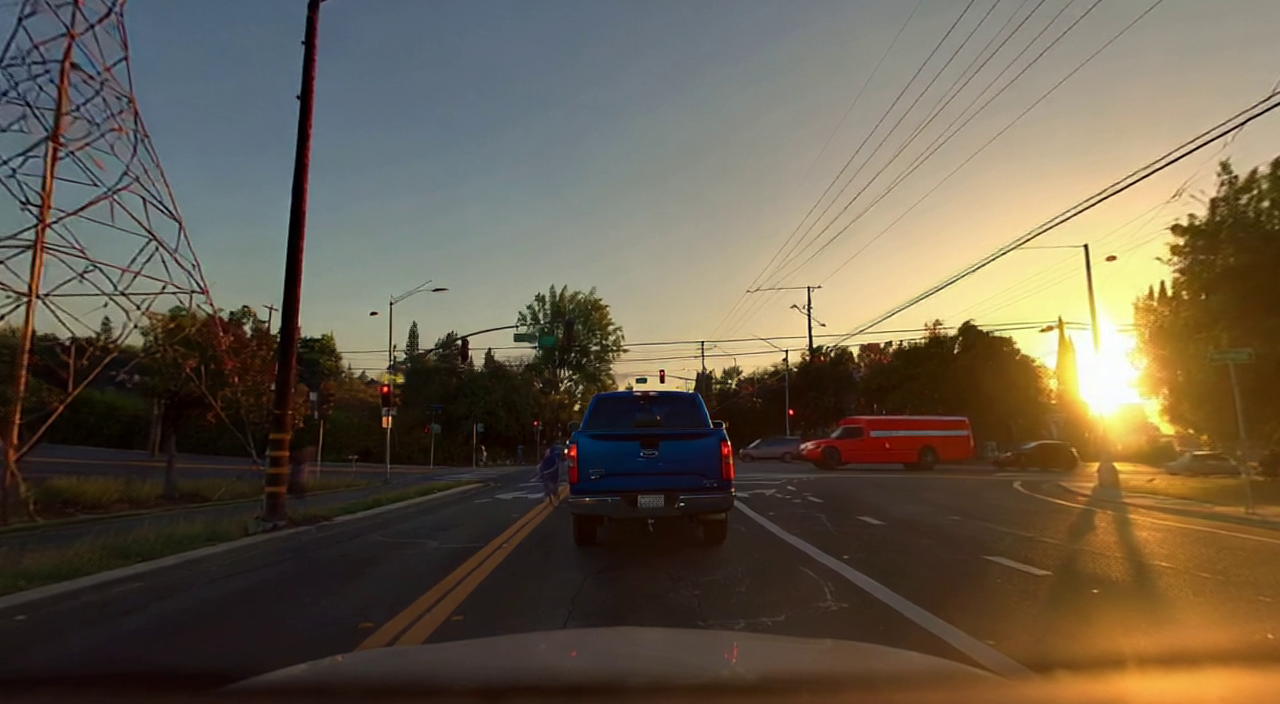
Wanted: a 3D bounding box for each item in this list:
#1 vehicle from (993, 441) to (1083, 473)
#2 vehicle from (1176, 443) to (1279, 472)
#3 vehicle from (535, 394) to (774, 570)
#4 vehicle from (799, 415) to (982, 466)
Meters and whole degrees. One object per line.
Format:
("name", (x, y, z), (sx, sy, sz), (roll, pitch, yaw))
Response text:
("vehicle", (28.069, 7.440, 44.689), (5.077, 2.008, 1.991), (3, -9, -3))
("vehicle", (38.485, 6.844, 41.135), (5.426, 1.728, 1.999), (0, -8, -3))
("vehicle", (0.116, 1.878, 10.004), (2.707, 1.964, 5.485), (0, -8, -1))
("vehicle", (16.378, 5.912, 41.991), (10.726, 3.128, 3.003), (-1, -8, 3))
